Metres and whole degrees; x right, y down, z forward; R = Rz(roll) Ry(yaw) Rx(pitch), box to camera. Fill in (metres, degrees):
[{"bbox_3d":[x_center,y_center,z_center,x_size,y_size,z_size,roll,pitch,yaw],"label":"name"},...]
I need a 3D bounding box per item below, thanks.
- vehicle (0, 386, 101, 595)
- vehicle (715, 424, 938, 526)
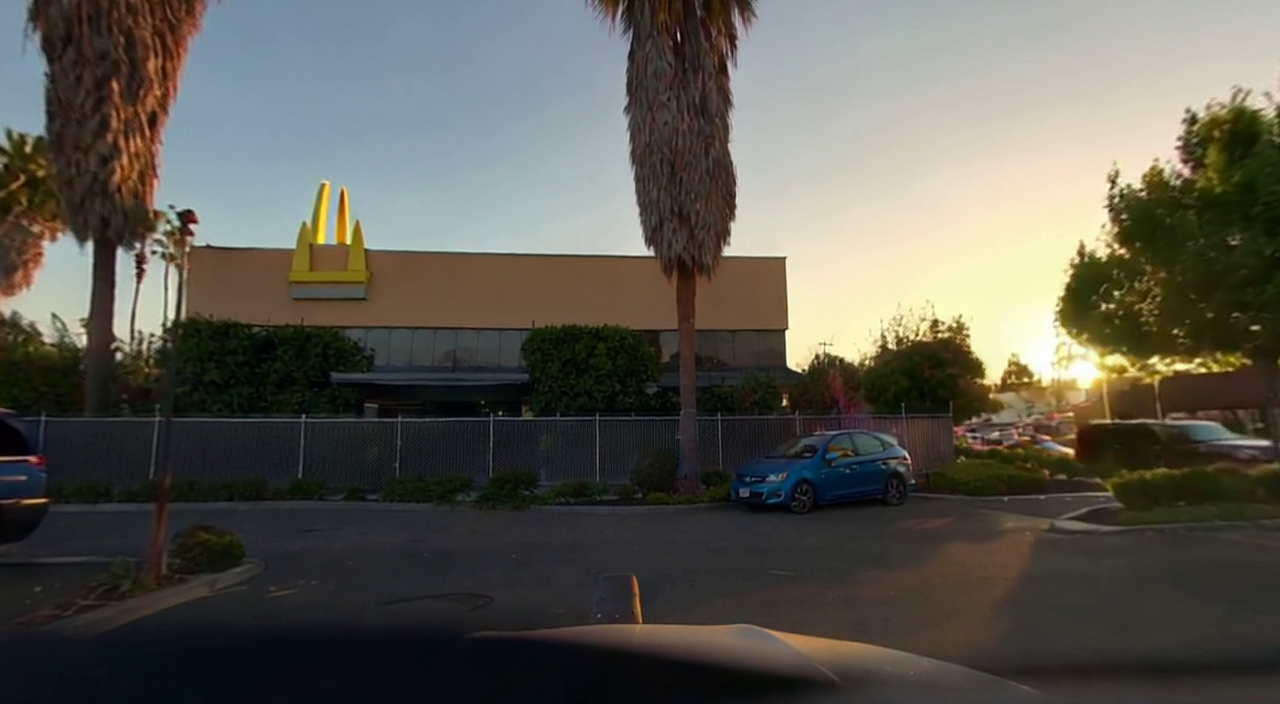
[{"bbox_3d":[-6.805,1.078,4.501,1.943,1.890,4.472,0,-8,-1],"label":"vehicle"},{"bbox_3d":[3.988,2.447,13.417,4.365,1.791,2.073,4,-7,-30],"label":"vehicle"}]
